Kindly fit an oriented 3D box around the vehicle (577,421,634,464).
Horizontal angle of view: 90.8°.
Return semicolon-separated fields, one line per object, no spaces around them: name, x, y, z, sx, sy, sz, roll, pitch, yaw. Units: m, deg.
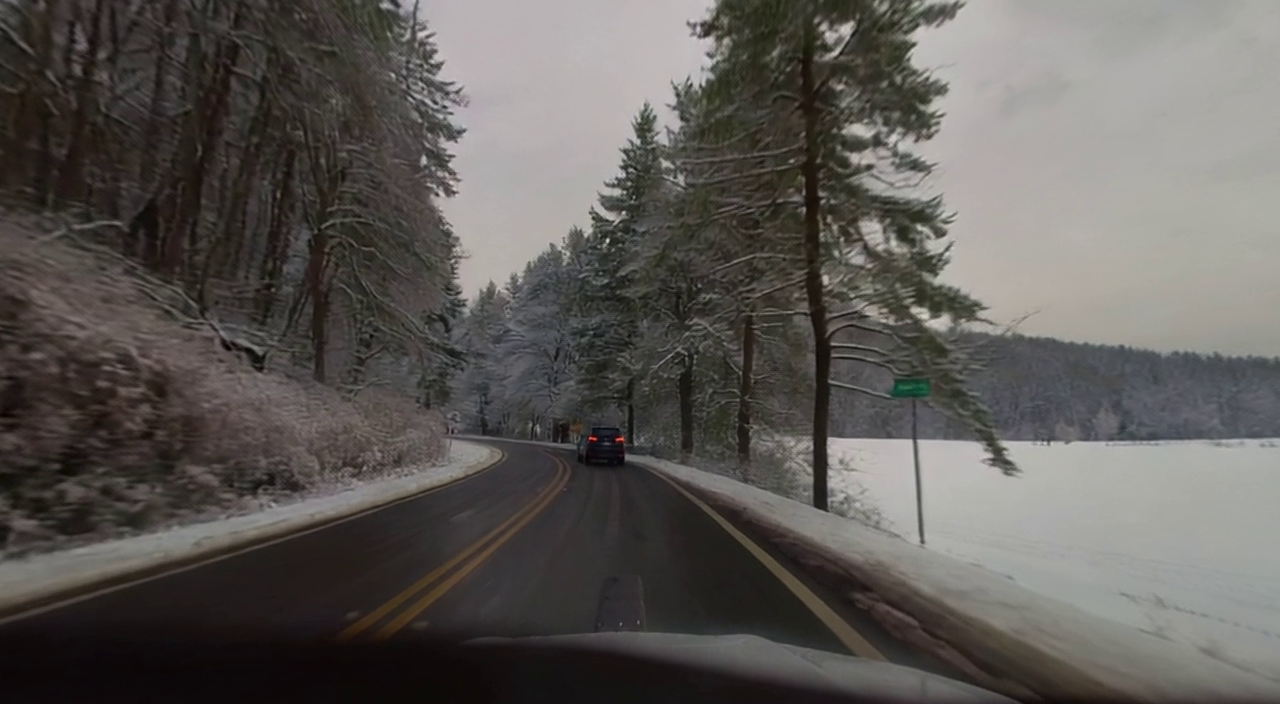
vehicle;-1.869;4.587;31.822;2.469;1.953;5.605;1;-9;-7
